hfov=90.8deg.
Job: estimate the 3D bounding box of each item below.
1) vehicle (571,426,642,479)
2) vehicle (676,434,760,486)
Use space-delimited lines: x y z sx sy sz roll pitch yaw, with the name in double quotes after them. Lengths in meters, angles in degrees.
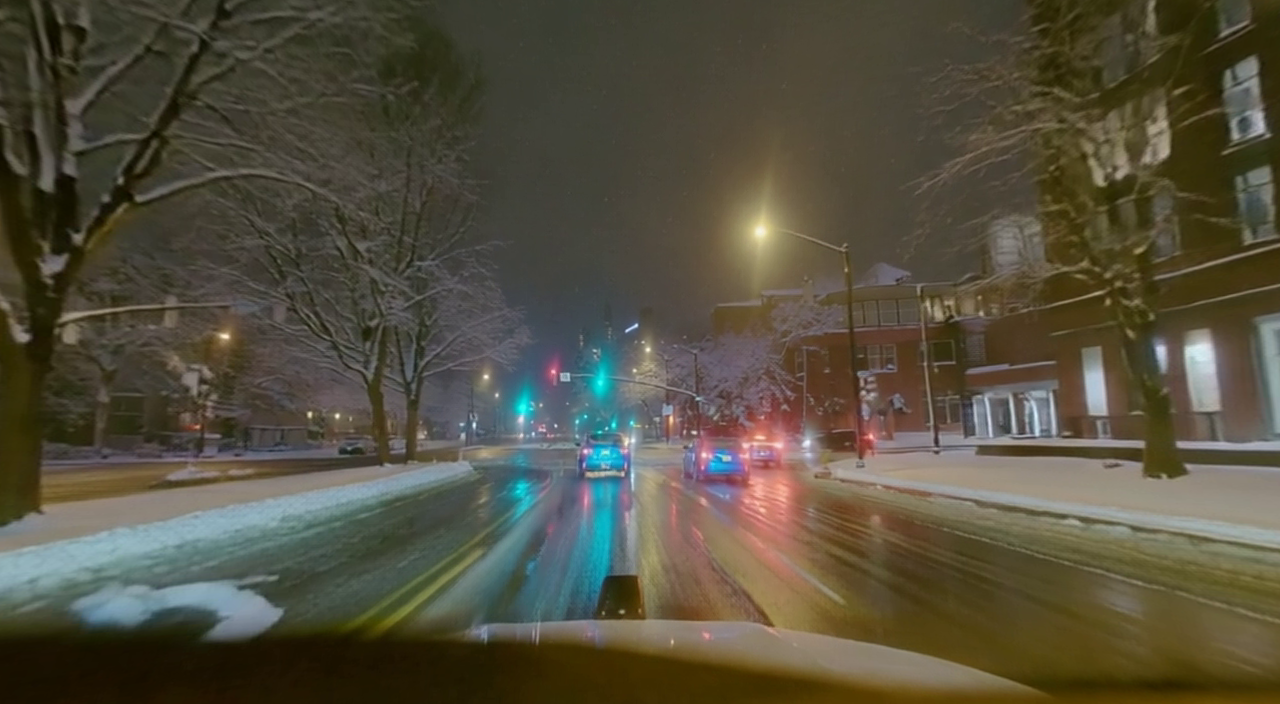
-1.286 3.610 22.714 2.317 1.713 4.231 1 -9 -5 "vehicle"
2.420 3.512 20.790 1.918 1.479 4.468 1 -9 -3 "vehicle"
